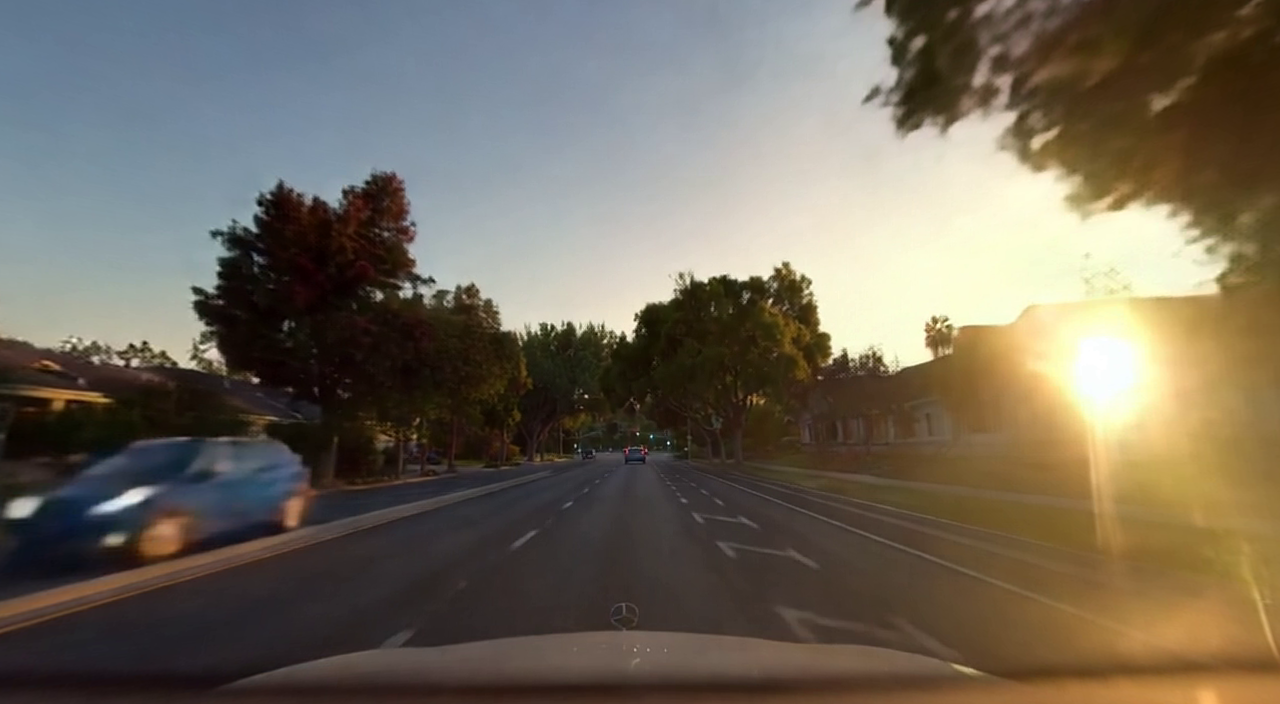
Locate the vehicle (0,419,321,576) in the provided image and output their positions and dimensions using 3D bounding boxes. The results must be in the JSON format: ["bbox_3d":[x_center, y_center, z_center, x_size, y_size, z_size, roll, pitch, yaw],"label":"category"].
[{"bbox_3d":[-7.023,2.026,9.524,2.082,1.789,4.387,0,-9,-1],"label":"vehicle"}]
